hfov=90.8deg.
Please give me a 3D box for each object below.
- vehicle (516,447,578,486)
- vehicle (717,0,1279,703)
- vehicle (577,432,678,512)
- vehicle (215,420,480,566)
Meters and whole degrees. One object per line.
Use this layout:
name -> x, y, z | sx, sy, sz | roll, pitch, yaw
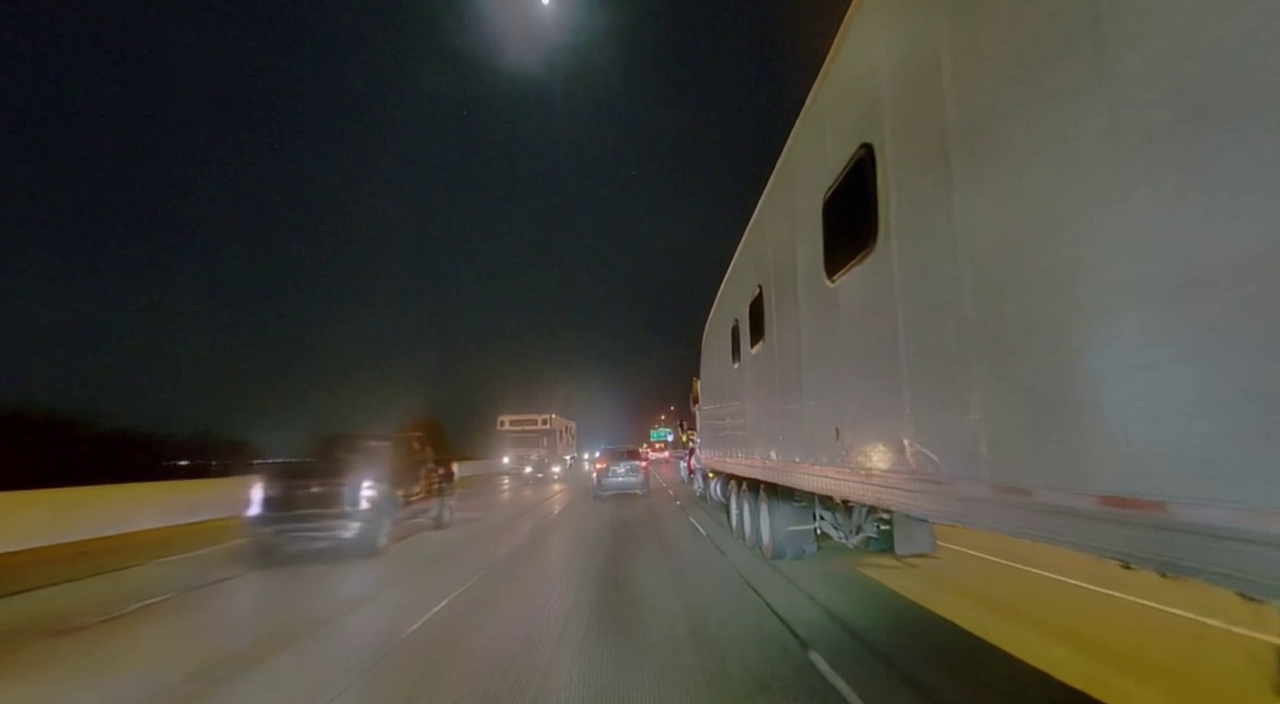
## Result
vehicle -> -3.838, 4.807, 26.710 | 1.980, 1.499, 3.944 | 0, -9, 1
vehicle -> 2.901, -0.242, 3.109 | 2.934, 4.123, 15.785 | 0, -9, 0
vehicle -> -0.285, 2.938, 15.892 | 2.201, 1.719, 4.058 | 0, -9, -1
vehicle -> -4.012, 1.998, 9.628 | 2.074, 1.717, 4.089 | 0, -9, 0
